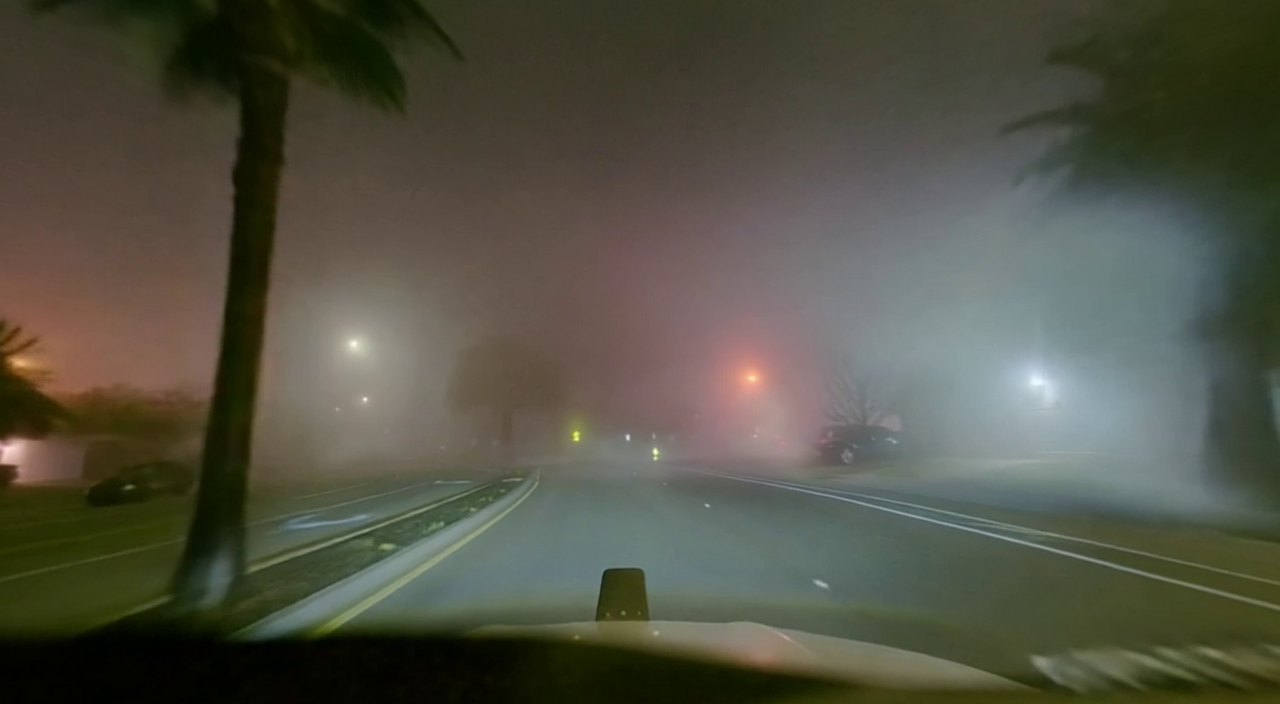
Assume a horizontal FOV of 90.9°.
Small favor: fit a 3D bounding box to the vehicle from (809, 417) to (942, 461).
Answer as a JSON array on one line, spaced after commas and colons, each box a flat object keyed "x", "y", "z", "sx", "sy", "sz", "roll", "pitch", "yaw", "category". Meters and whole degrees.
[{"x": 11.741, "y": 4.470, "z": 31.983, "sx": 6.051, "sy": 2.092, "sz": 2.231, "roll": -2, "pitch": -11, "yaw": 15, "category": "vehicle"}]

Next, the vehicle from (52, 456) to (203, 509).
[{"x": -17.484, "y": 4.423, "z": 21.842, "sx": 1.941, "sy": 1.470, "sz": 4.384, "roll": 0, "pitch": -8, "yaw": -8, "category": "vehicle"}]
